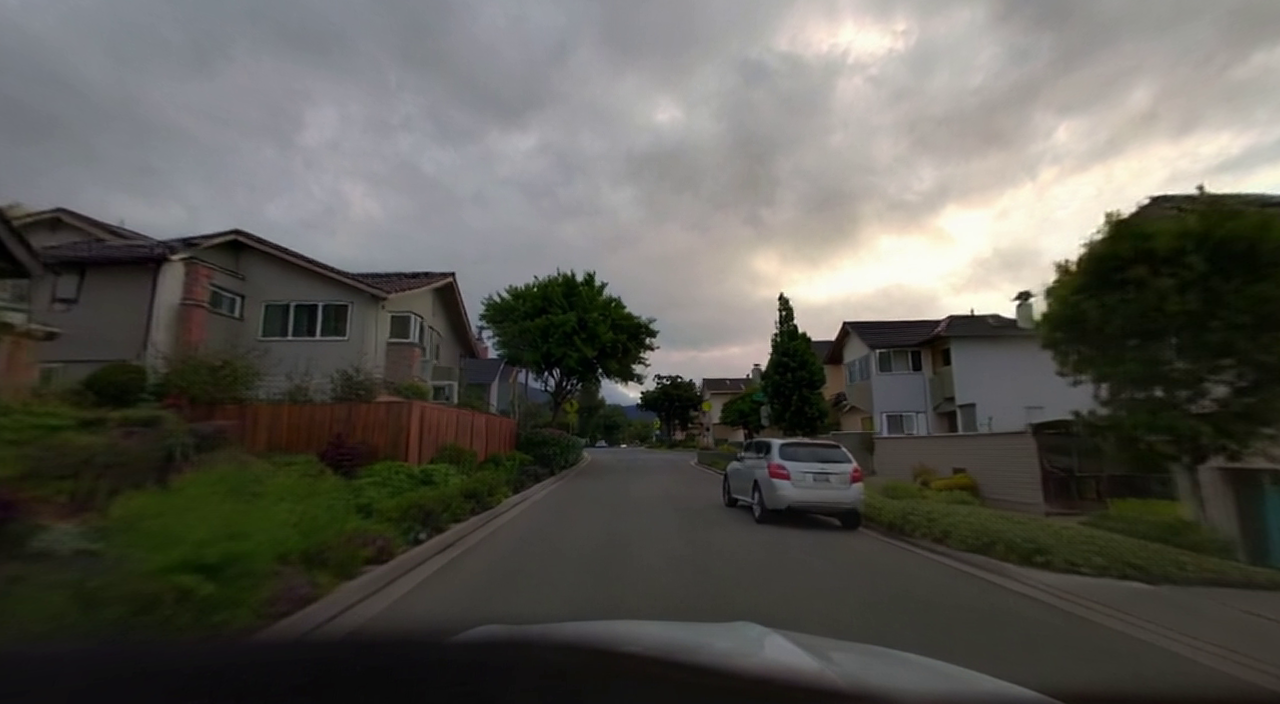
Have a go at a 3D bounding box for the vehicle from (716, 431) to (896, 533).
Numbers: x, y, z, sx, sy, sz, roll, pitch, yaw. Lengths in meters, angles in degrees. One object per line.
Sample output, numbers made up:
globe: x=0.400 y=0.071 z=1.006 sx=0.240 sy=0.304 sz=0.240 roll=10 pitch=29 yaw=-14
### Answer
vehicle: x=2.738 y=2.208 z=11.476 sx=1.955 sy=1.498 sz=4.046 roll=0 pitch=-8 yaw=-3
